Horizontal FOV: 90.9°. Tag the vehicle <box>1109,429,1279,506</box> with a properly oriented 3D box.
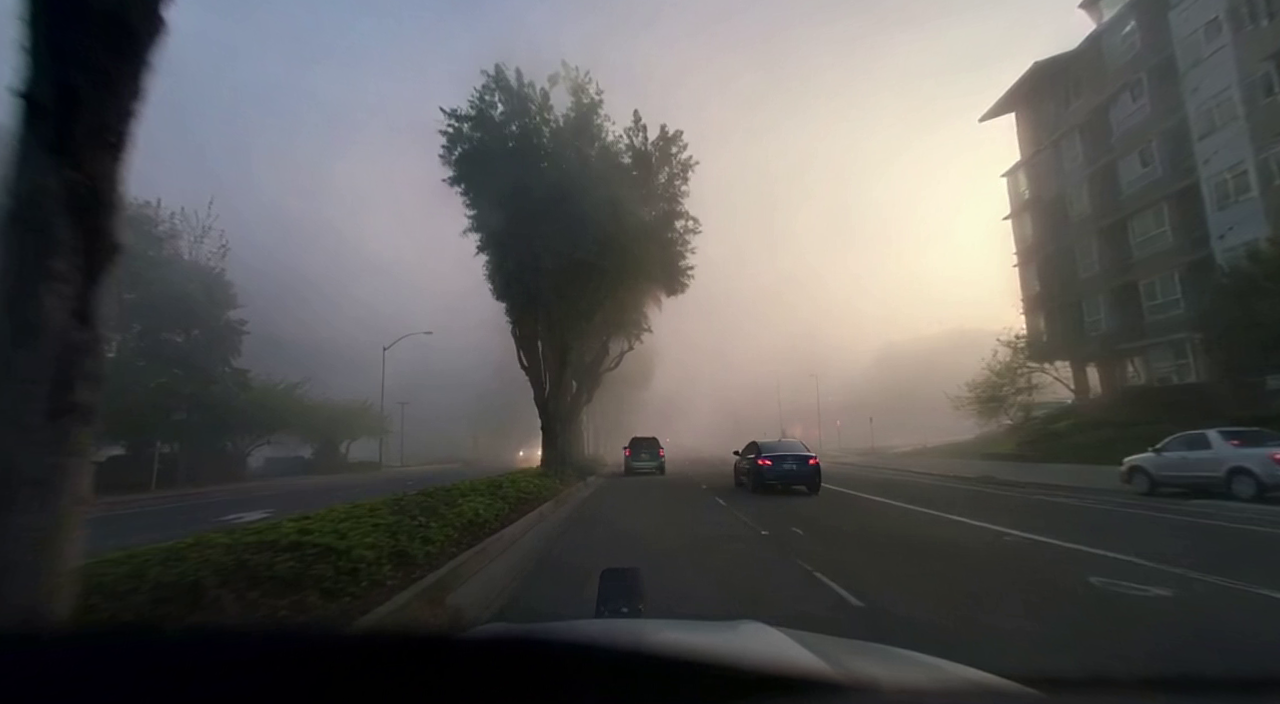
[{"bbox_3d":[13.436,2.584,14.508,1.851,1.492,4.277,0,-8,-2],"label":"vehicle"}]

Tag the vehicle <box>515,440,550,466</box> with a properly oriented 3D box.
[{"bbox_3d":[-8.386,7.920,49.574,1.873,1.894,4.186,-1,-8,2],"label":"vehicle"}]

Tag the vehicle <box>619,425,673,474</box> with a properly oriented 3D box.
[{"bbox_3d":[0.181,4.690,30.388,2.396,2.143,4.824,0,-8,-2],"label":"vehicle"}]

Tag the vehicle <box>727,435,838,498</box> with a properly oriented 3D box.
[{"bbox_3d":[3.723,3.080,17.379,2.075,1.486,4.316,0,-8,0],"label":"vehicle"}]
